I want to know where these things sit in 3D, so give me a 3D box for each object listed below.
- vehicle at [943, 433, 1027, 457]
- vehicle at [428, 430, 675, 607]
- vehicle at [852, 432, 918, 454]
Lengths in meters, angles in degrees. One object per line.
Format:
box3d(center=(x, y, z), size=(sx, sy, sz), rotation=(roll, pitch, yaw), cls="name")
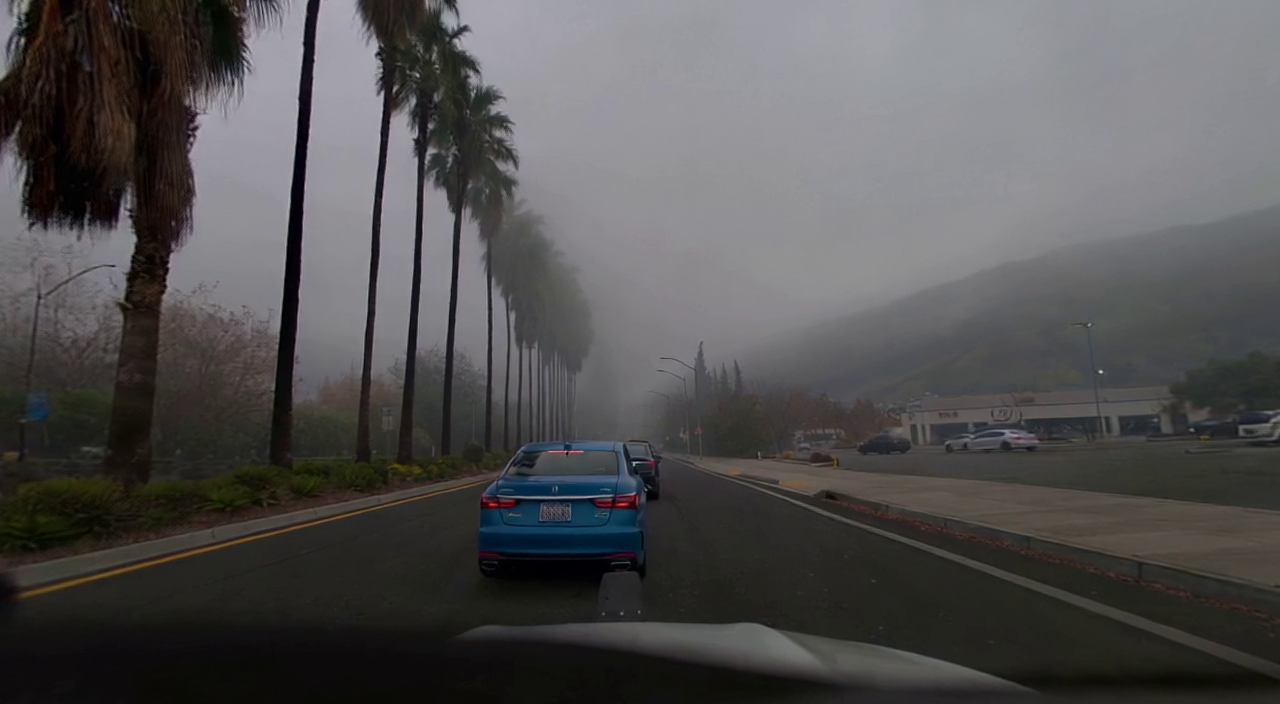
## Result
box3d(center=(22.861, 6.155, 41.904), size=(4.640, 1.526, 1.961), rotation=(2, -9, -12), cls="vehicle")
box3d(center=(-0.811, 1.687, 7.325), size=(2.067, 1.459, 3.886), rotation=(0, -8, -2), cls="vehicle")
box3d(center=(19.262, 7.202, 49.785), size=(1.925, 1.652, 4.490), rotation=(6, -10, -34), cls="vehicle")
